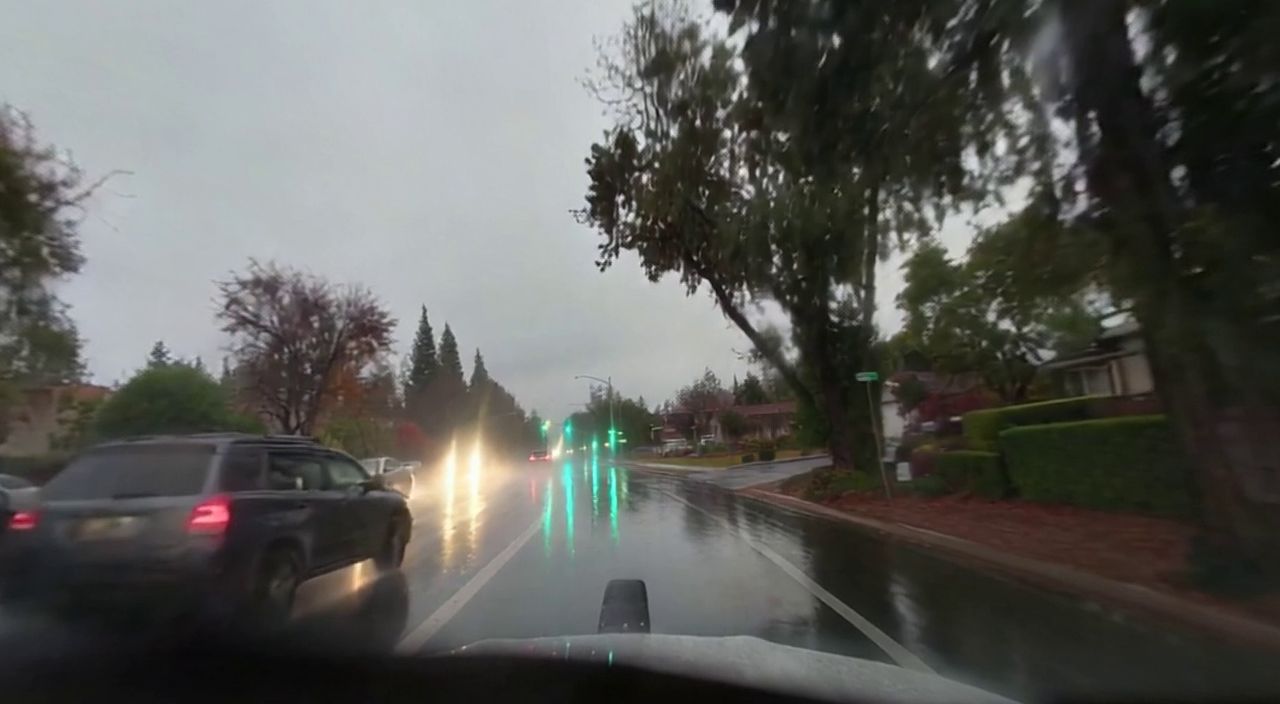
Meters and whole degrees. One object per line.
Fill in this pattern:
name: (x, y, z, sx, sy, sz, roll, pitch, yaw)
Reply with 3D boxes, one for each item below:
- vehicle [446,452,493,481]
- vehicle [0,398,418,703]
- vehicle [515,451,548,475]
vehicle: (-10.529, 7.071, 39.199, 2.087, 1.689, 4.373, 1, -9, -6)
vehicle: (-3.886, 1.449, 5.670, 2.084, 1.701, 4.734, 0, -9, 0)
vehicle: (-7.589, 7.780, 44.371, 2.060, 1.530, 4.121, 1, -9, -6)
